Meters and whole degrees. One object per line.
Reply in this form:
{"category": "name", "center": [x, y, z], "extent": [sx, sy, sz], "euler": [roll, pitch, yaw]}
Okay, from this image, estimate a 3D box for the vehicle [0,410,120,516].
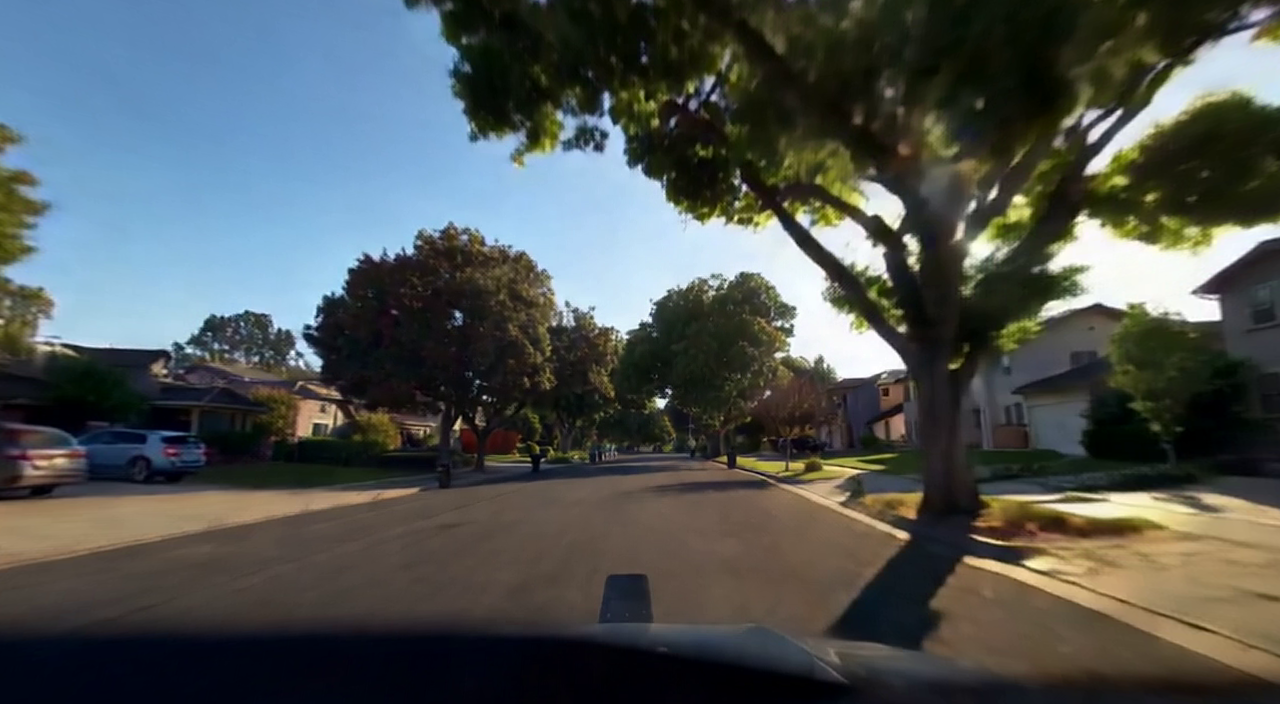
{"category": "vehicle", "center": [-13.192, 1.945, 12.014], "extent": [4.587, 1.786, 2.127], "euler": [4, -9, 2]}
